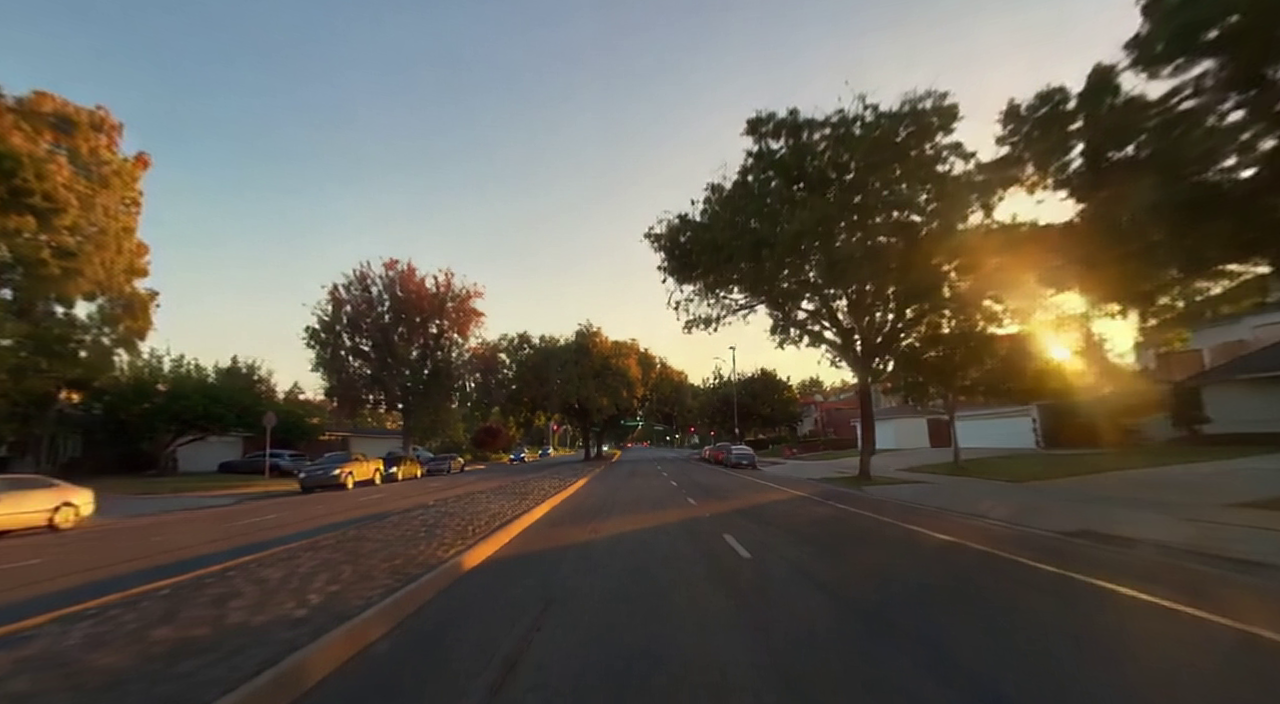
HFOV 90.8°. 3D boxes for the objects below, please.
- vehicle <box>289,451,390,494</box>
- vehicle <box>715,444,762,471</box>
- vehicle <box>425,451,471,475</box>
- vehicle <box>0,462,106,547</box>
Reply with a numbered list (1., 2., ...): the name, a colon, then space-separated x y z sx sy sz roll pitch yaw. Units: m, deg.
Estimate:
1. vehicle: -12.740 5.098 27.195 2.078 1.618 4.650 0 -8 -1
2. vehicle: 5.614 6.057 36.431 1.875 1.466 4.355 1 -8 -2
3. vehicle: -12.799 7.409 42.368 1.812 1.454 4.351 0 -8 -1
4. vehicle: -12.783 2.930 11.790 1.909 1.477 4.345 -3 -8 -1
